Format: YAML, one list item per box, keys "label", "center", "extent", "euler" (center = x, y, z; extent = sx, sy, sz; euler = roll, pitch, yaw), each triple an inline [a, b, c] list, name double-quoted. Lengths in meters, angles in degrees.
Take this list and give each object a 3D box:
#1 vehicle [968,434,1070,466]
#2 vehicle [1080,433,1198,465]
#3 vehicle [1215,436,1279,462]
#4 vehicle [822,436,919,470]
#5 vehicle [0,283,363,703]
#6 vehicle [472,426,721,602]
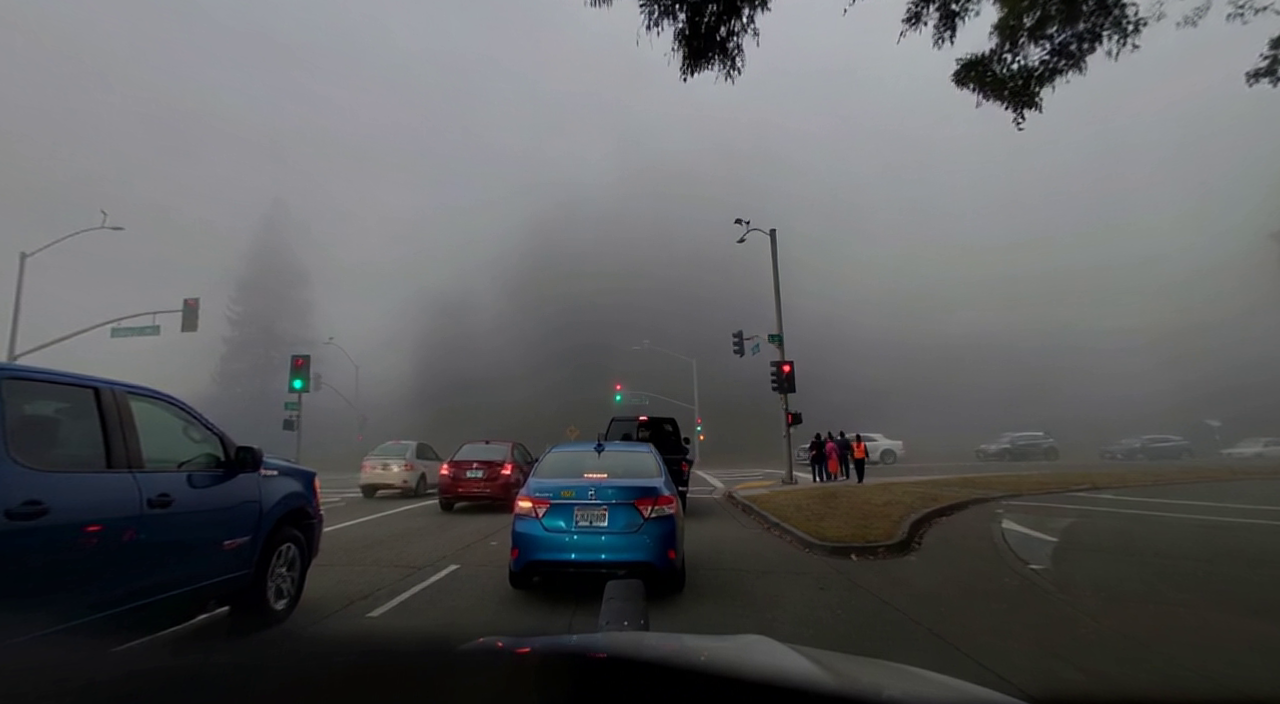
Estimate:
- label: "vehicle"
  center: [21.946, 5.700, 36.670]
  extent: [4.529, 1.786, 2.110]
  euler: [0, -9, 2]
- label: "vehicle"
  center: [28.951, 5.623, 36.667]
  extent: [4.967, 1.794, 2.044]
  euler: [0, -9, 2]
- label: "vehicle"
  center: [36.261, 5.548, 36.108]
  extent: [4.643, 1.464, 1.840]
  euler: [-1, -9, 3]
- label: "vehicle"
  center: [12.215, 5.388, 33.577]
  extent: [4.394, 1.724, 1.886]
  euler: [0, -9, 1]
- label: "vehicle"
  center: [-3.676, 0.802, 3.139]
  extent: [2.202, 1.961, 4.980]
  euler: [0, -9, 1]
- label: "vehicle"
  center: [-0.374, 1.740, 7.732]
  extent: [2.144, 1.497, 4.446]
  euler: [0, -9, 0]
